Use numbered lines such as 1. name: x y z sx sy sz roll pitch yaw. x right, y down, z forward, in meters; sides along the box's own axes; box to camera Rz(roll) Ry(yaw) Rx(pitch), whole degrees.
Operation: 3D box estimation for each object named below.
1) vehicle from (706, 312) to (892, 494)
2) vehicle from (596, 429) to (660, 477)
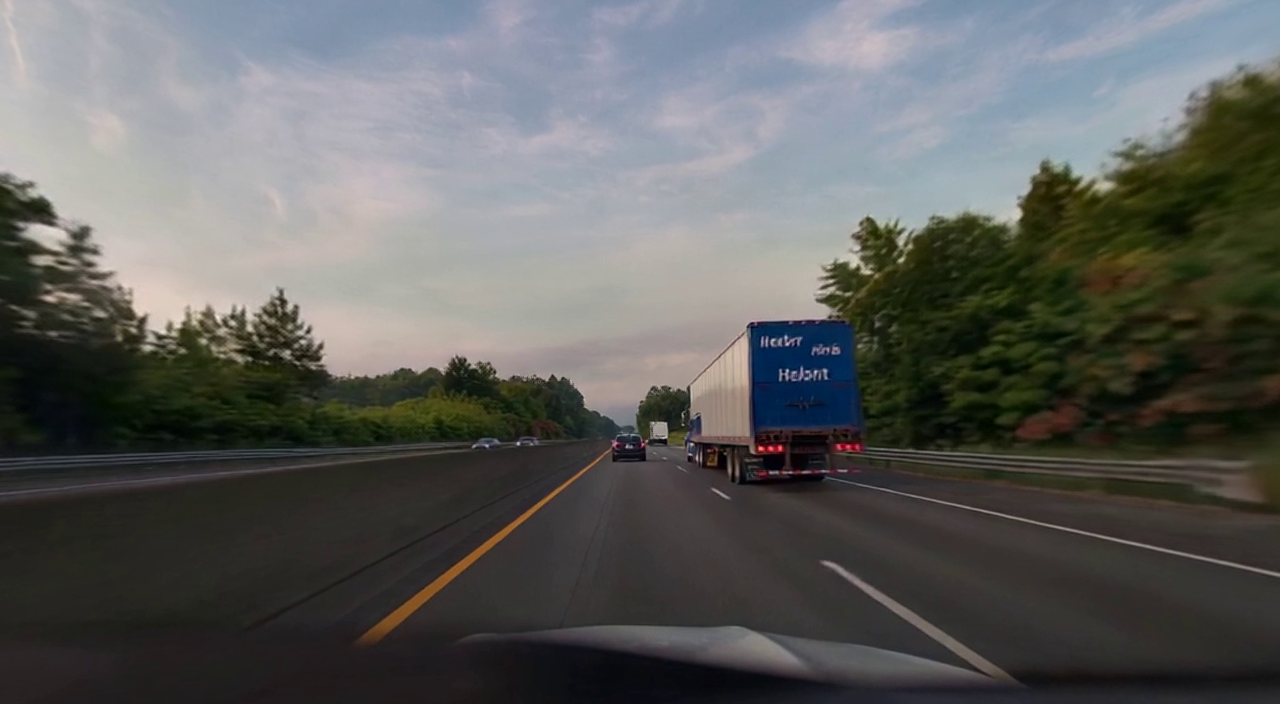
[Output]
1. vehicle: 4.014 1.745 18.938 2.853 4.038 9.832 0 -8 -1
2. vehicle: -0.445 3.561 22.637 2.095 1.557 3.963 0 -8 -1
